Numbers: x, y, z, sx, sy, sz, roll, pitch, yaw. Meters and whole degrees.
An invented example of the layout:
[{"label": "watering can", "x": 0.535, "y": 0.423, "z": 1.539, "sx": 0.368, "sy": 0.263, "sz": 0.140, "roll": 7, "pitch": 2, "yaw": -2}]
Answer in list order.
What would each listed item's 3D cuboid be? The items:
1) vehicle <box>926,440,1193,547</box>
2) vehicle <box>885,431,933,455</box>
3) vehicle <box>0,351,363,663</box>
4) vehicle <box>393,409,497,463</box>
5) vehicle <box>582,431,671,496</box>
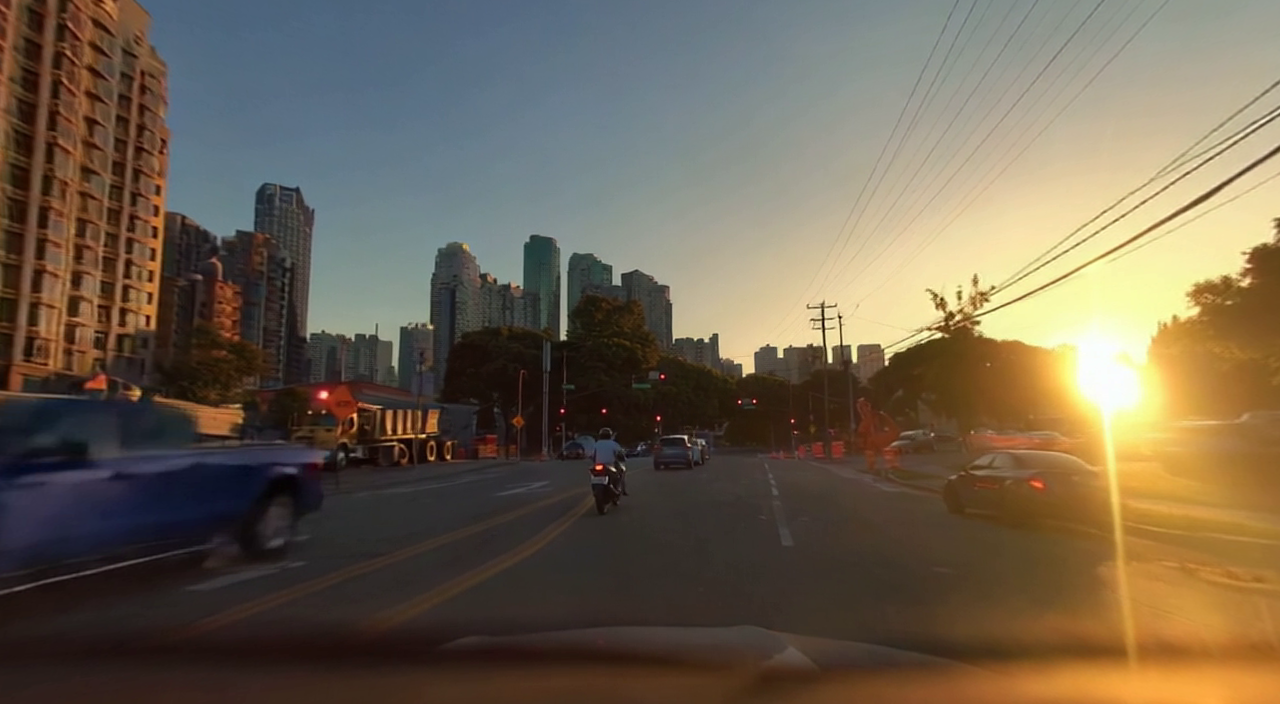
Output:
[{"label": "vehicle", "x": 6.909, "y": 2.322, "z": 11.180, "sx": 1.973, "sy": 1.457, "sz": 4.522, "roll": -1, "pitch": -8, "yaw": 6}, {"label": "vehicle", "x": 20.402, "y": 6.907, "z": 48.032, "sx": 1.918, "sy": 1.732, "sz": 4.650, "roll": -1, "pitch": -8, "yaw": 5}, {"label": "vehicle", "x": -4.968, "y": 1.158, "z": 5.232, "sx": 2.222, "sy": 1.911, "sz": 5.988, "roll": -1, "pitch": -8, "yaw": 5}, {"label": "vehicle", "x": -12.656, "y": 5.466, "z": 42.491, "sx": 2.970, "sy": 2.938, "sz": 11.622, "roll": -3, "pitch": -6, "yaw": 2}, {"label": "vehicle", "x": -0.243, "y": 3.115, "z": 17.964, "sx": 1.925, "sy": 1.602, "sz": 4.090, "roll": -1, "pitch": -8, "yaw": 7}]
